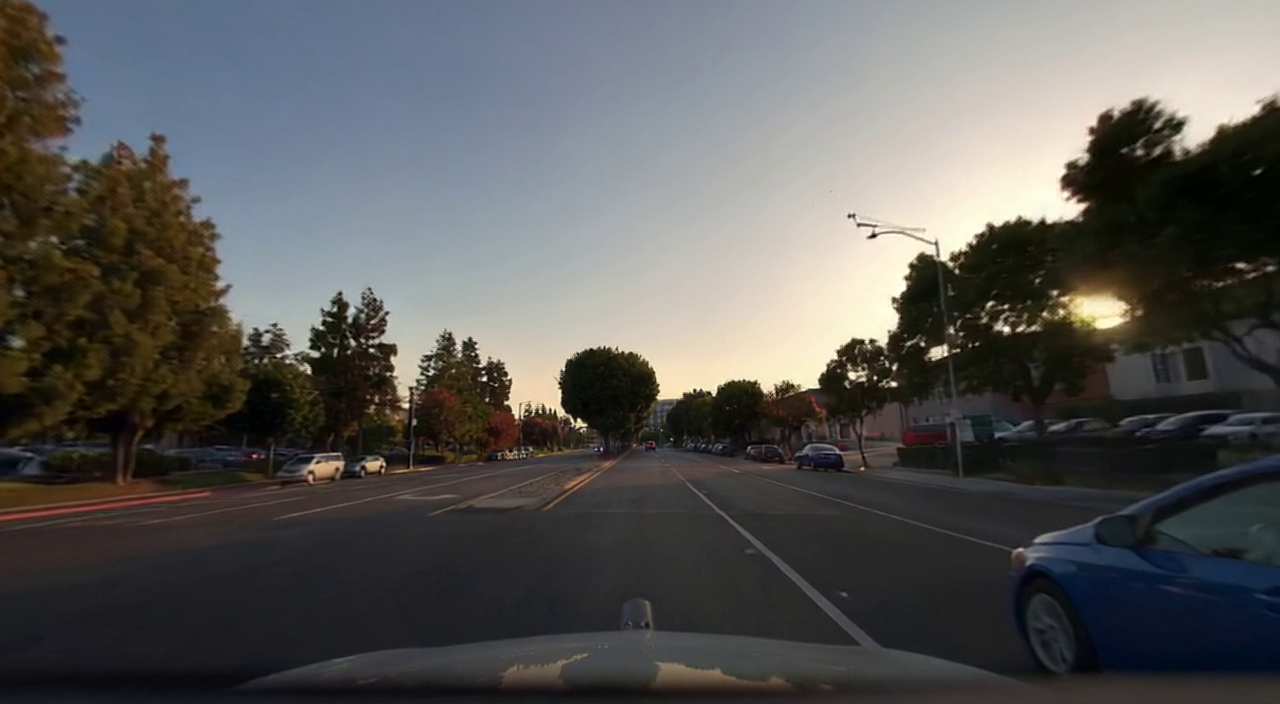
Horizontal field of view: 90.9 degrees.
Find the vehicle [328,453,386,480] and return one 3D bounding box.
[{"bbox_3d":[-18.386,7.442,41.170,1.828,1.457,4.292,-3,-7,0],"label":"vehicle"}]

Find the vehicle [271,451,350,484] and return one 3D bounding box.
[{"bbox_3d":[-18.523,6.465,35.715,1.993,1.686,4.698,0,-8,-1],"label":"vehicle"}]

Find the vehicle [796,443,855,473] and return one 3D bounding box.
[{"bbox_3d":[9.976,5.709,34.218,1.889,1.472,4.304,0,-8,0],"label":"vehicle"}]

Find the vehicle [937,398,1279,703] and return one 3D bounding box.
[{"bbox_3d":[3.153,0.884,2.102,2.141,1.443,4.499,0,-8,0],"label":"vehicle"}]

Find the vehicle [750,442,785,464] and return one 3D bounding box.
[{"bbox_3d":[9.912,7.835,49.161,1.889,1.629,4.072,0,-8,0],"label":"vehicle"}]
